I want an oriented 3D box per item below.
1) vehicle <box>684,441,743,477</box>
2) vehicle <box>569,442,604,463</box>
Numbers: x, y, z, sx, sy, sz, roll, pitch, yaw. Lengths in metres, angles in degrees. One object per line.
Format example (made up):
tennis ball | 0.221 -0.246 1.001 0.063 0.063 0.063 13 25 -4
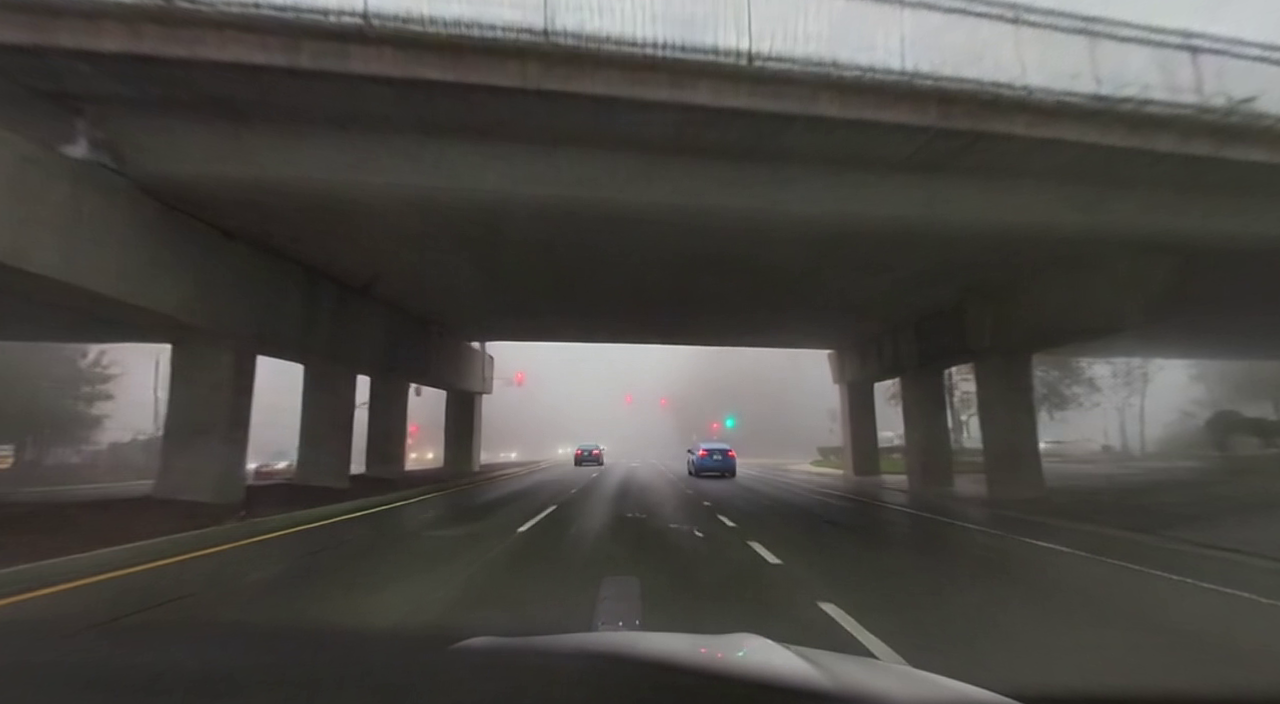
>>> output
vehicle | 3.220 4.794 28.651 2.068 1.497 4.247 0 -8 -2
vehicle | -3.868 7.370 46.545 2.060 1.484 4.417 0 -8 1
